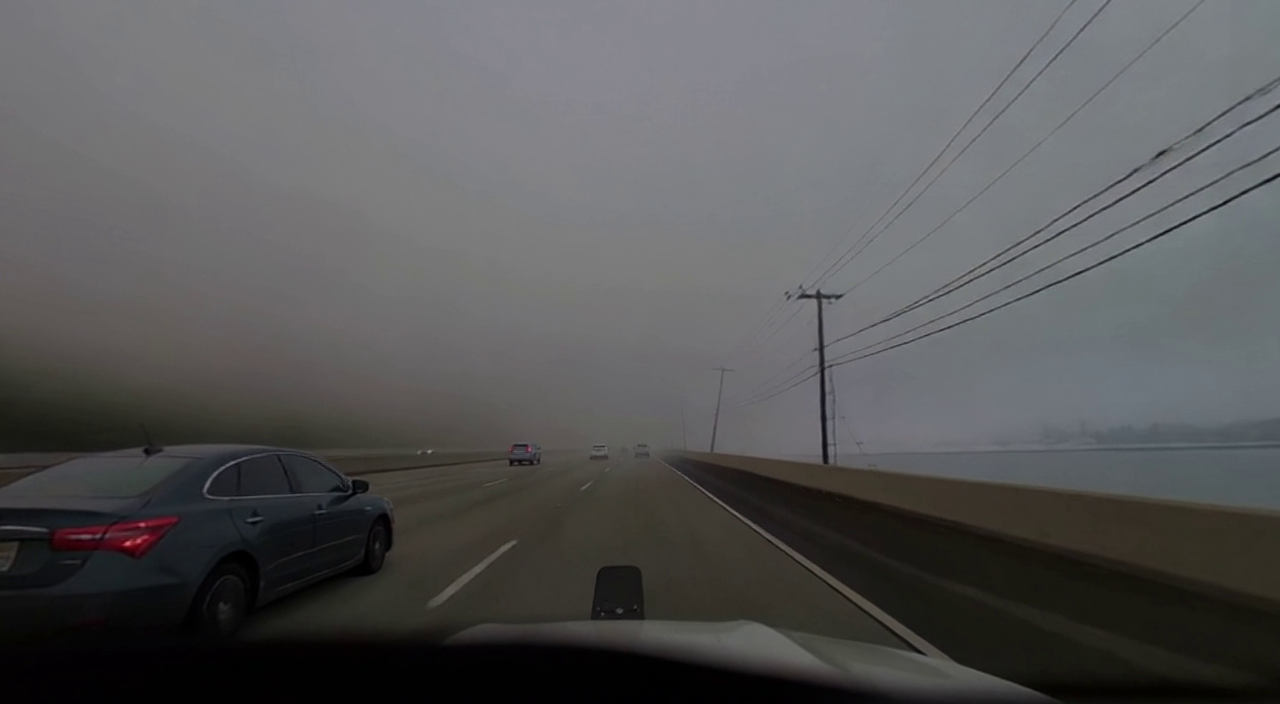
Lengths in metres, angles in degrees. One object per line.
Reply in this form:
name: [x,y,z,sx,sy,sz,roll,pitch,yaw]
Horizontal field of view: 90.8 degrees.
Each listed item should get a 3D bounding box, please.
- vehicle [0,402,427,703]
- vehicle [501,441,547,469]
vehicle: [-3.513,1.316,5.048,2.015,1.501,4.454,0,-9,1]
vehicle: [-7.382,6.590,40.551,2.050,1.717,4.418,0,-9,1]
